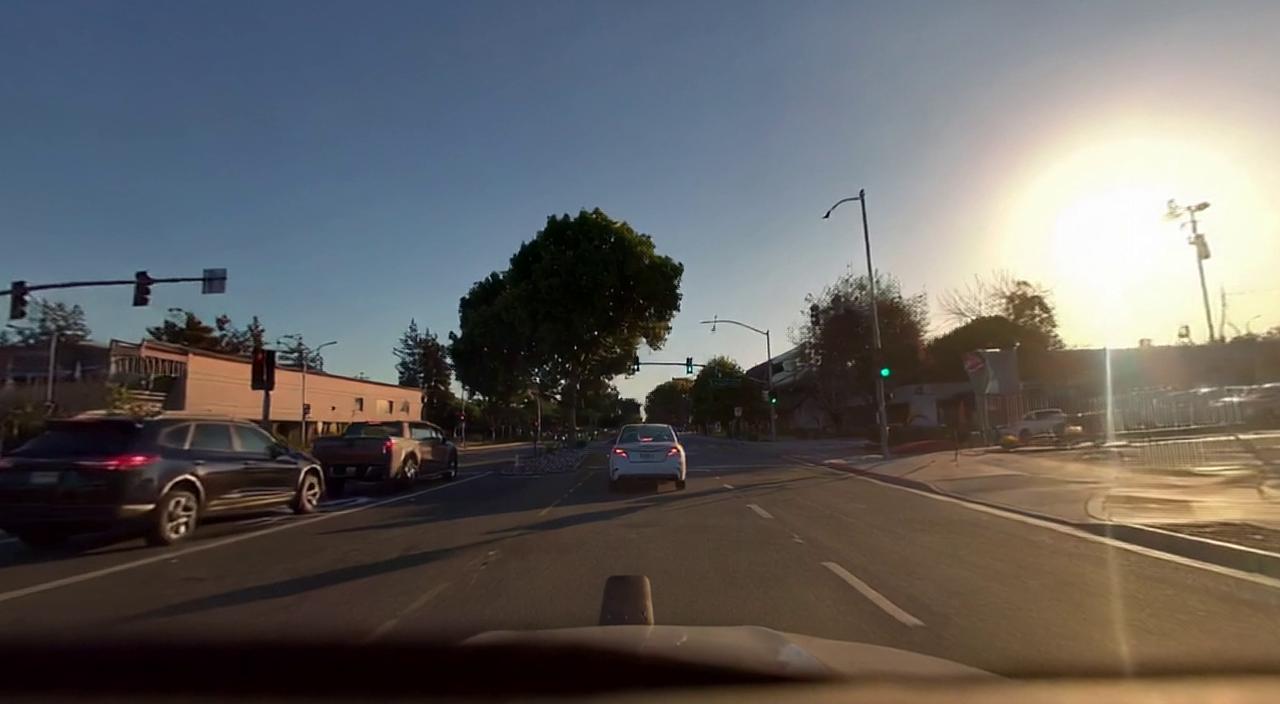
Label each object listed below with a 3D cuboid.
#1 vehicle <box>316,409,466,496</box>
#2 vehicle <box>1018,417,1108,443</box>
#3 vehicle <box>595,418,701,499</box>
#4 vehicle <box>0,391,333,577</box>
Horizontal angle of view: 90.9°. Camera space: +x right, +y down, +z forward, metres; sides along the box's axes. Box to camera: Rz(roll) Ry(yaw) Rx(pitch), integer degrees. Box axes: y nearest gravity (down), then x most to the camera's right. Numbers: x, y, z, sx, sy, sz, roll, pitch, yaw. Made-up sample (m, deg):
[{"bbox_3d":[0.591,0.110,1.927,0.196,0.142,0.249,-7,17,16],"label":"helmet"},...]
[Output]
[{"bbox_3d":[-6.624,2.759,17.608,2.316,2.014,5.215,0,-8,-3],"label":"vehicle"},{"bbox_3d":[25.812,4.789,38.606,1.514,1.408,4.232,-1,-6,-28],"label":"vehicle"},{"bbox_3d":[0.221,2.495,15.049,2.197,1.682,3.642,0,-8,2],"label":"vehicle"},{"bbox_3d":[-6.744,1.691,8.907,2.111,1.864,4.932,0,-8,3],"label":"vehicle"}]
